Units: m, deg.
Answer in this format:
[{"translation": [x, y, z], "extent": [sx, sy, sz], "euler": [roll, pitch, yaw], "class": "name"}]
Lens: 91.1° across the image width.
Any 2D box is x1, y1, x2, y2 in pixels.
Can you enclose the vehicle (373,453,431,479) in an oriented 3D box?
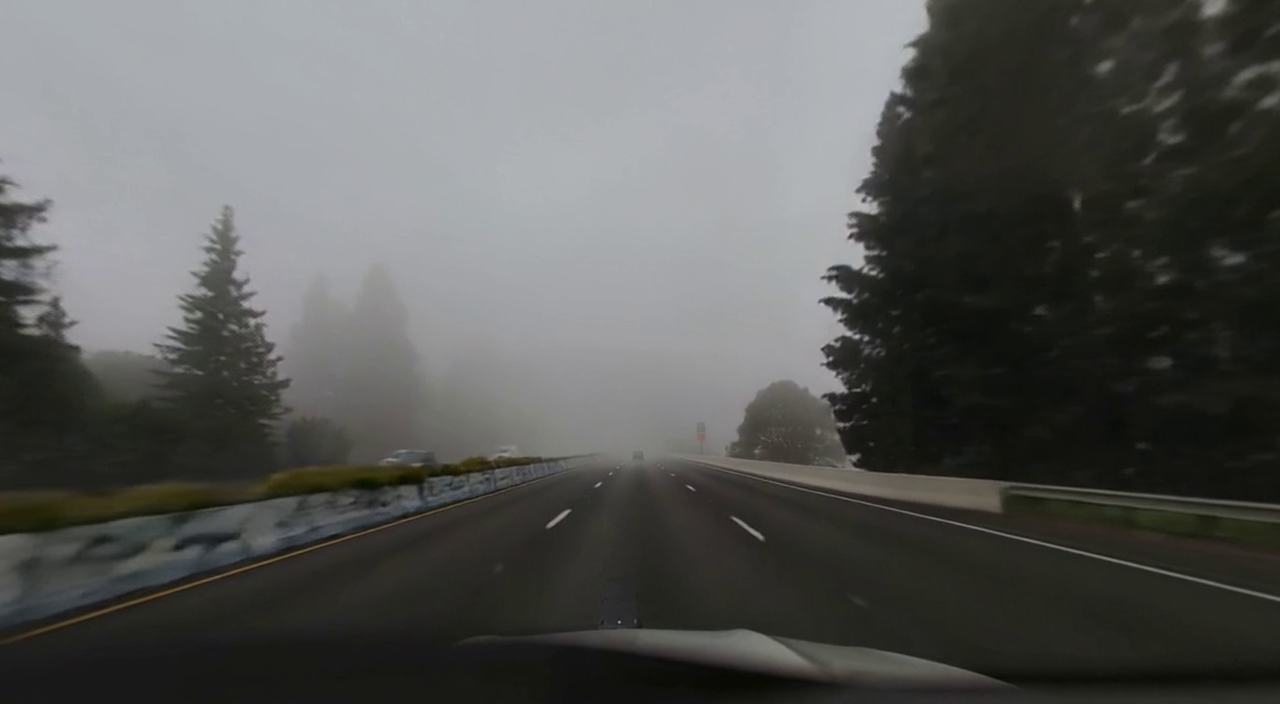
[{"translation": [-14.462, 6.953, 38.451], "extent": [1.863, 1.436, 4.463], "euler": [0, -9, -1], "class": "vehicle"}]
